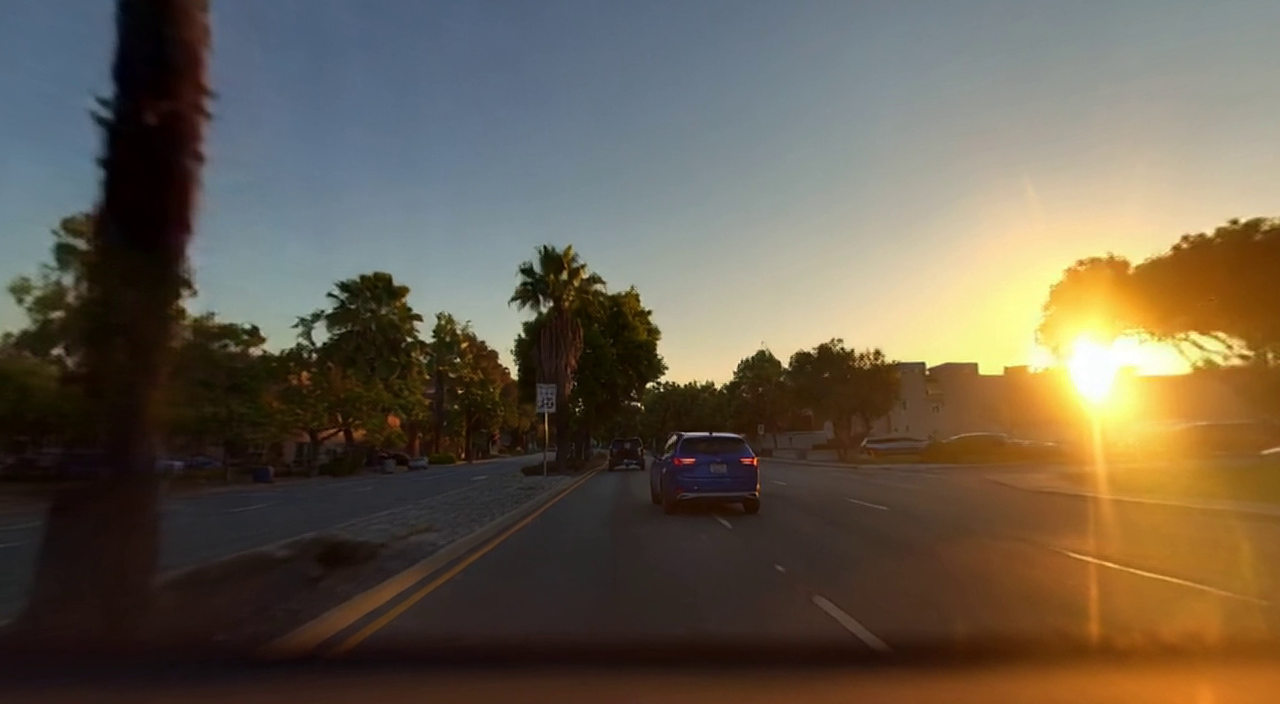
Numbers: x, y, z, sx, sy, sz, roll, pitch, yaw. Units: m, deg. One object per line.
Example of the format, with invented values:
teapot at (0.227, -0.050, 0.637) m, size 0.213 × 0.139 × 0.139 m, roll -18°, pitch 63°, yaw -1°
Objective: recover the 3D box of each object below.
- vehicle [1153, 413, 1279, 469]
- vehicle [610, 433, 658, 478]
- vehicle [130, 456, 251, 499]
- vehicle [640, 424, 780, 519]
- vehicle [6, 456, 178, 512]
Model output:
vehicle at (21.266, 3.213, 22.677) m, size 1.894 × 1.784 × 4.571 m, roll 0°, pitch -8°, yaw 2°
vehicle at (-0.273, 4.598, 28.305) m, size 1.981 × 1.854 × 3.983 m, roll 0°, pitch -8°, yaw 0°
vehicle at (-19.797, 5.497, 28.152) m, size 1.929 × 1.646 × 4.716 m, roll 0°, pitch -8°, yaw 0°
vehicle at (1.275, 2.480, 13.645) m, size 2.239 × 1.693 × 4.301 m, roll 0°, pitch -8°, yaw -4°
vehicle at (-19.654, 4.693, 23.023) m, size 2.029 × 1.723 × 4.639 m, roll 0°, pitch -8°, yaw 1°
